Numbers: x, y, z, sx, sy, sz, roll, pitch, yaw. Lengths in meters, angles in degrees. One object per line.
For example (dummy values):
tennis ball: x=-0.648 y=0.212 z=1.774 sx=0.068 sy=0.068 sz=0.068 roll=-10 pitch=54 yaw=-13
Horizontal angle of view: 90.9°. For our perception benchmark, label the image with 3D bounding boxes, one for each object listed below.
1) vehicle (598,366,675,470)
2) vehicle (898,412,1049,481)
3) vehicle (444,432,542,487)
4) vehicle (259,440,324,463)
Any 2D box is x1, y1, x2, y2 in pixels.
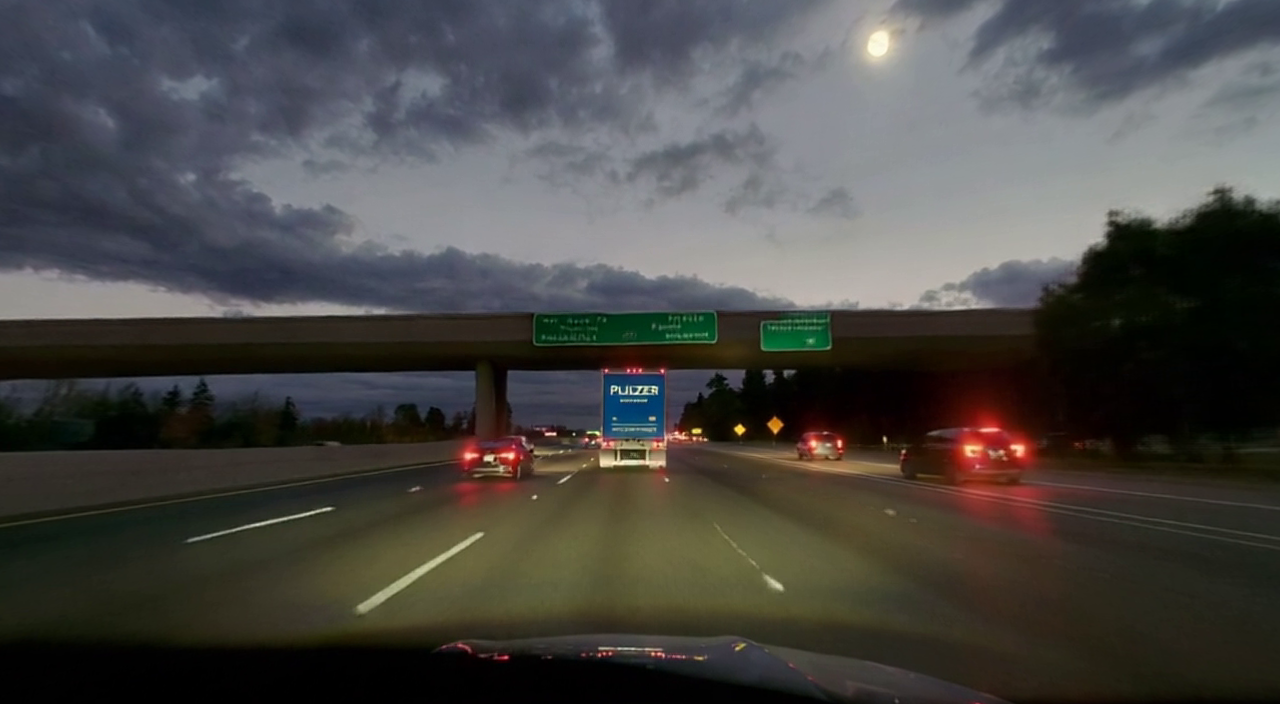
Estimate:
vehicle: x=-0.337 y=3.307 z=30.035 sx=2.926 sy=3.959 sz=11.818 roll=0 pitch=-8 yaw=-2
vehicle: x=9.934 y=2.868 z=19.286 sx=2.052 sy=1.841 sz=4.481 roll=0 pitch=-8 yaw=-1
vehicle: x=-4.221 y=3.127 z=18.782 sx=1.943 sy=1.446 sz=4.158 roll=0 pitch=-8 yaw=0
vehicle: x=-24.315 y=6.926 z=44.166 sx=1.869 sy=1.515 sz=4.759 roll=0 pitch=-8 yaw=-1
